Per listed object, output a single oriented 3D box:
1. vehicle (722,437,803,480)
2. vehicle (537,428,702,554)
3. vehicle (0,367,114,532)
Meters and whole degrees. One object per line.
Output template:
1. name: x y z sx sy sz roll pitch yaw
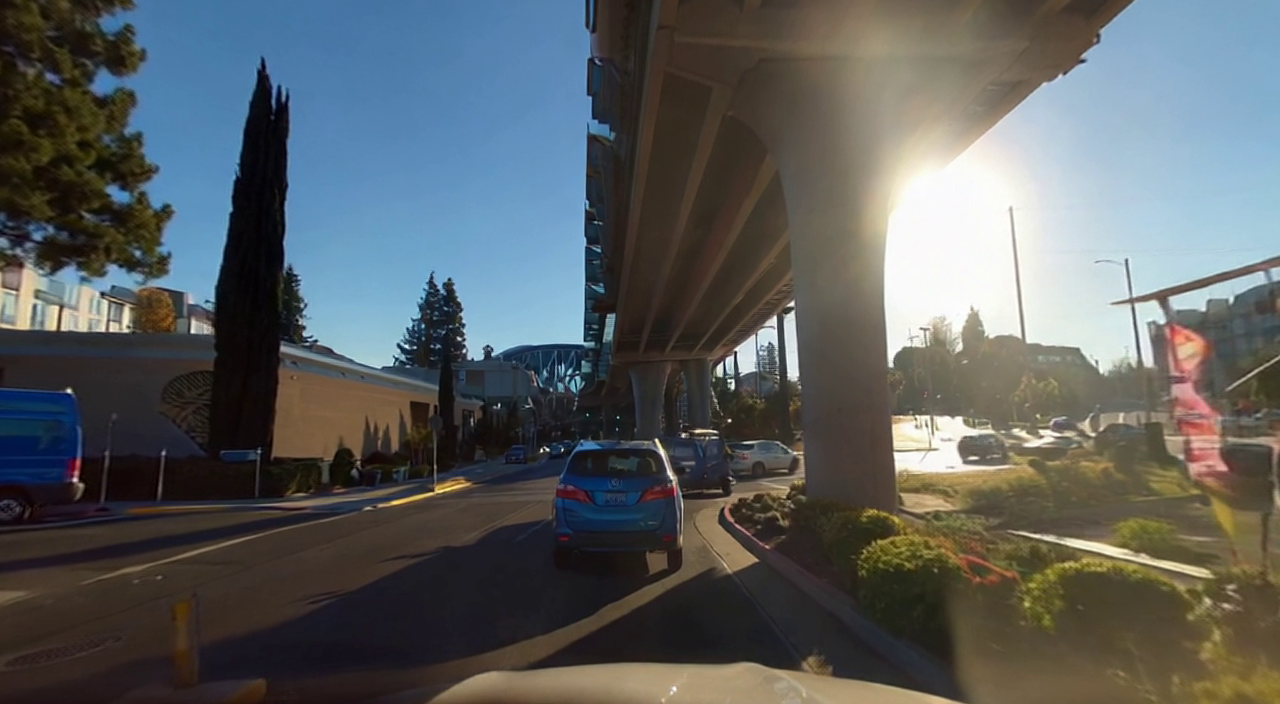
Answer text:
1. vehicle: 5.584 4.743 28.441 1.995 1.762 4.310 -6 -10 33
2. vehicle: -0.181 2.110 10.391 2.087 1.578 4.652 0 -9 2
3. vehicle: -13.500 1.779 11.483 5.356 2.762 2.644 0 -9 0
